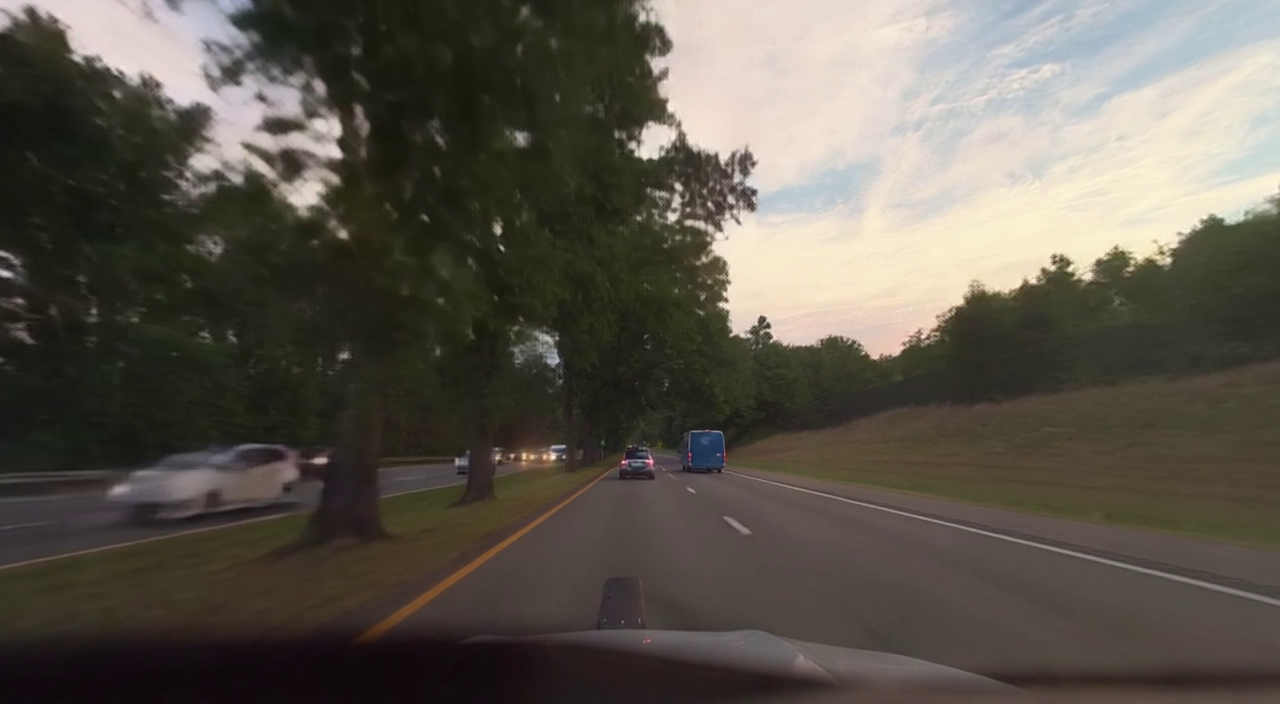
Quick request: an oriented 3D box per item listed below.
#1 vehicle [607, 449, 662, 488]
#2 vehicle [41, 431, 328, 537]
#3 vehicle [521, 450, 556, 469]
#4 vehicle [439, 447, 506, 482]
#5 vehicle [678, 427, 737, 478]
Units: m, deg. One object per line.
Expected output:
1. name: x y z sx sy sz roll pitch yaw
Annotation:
1. vehicle: -0.224 4.670 25.514 2.037 1.417 3.885 0 -9 0
2. vehicle: -7.365 2.157 10.853 1.833 1.444 4.120 0 -9 0
3. vehicle: -7.831 8.280 48.824 1.970 1.383 4.178 0 -9 0
4. vehicle: -7.671 5.166 29.282 1.898 1.464 4.386 0 -9 0
5. vehicle: 3.688 5.656 35.617 2.513 2.633 5.930 0 -9 -2
